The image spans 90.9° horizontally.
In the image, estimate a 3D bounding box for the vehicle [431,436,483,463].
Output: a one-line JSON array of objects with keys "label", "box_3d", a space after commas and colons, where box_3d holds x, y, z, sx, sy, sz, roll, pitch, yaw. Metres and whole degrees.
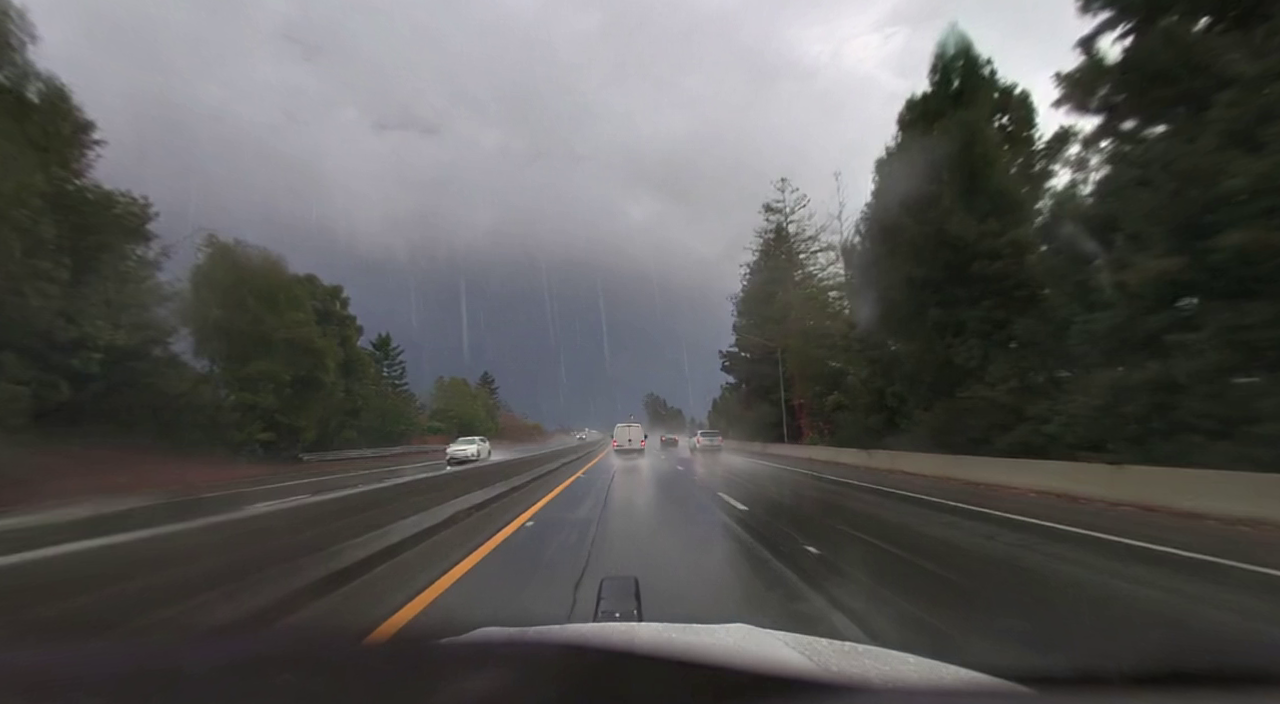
[{"label": "vehicle", "box_3d": [-10.808, 5.781, 37.503, 1.888, 1.486, 4.330, 0, -8, -2]}]

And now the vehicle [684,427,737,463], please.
[{"label": "vehicle", "box_3d": [3.349, 4.516, 30.749, 1.981, 1.606, 3.956, 0, -8, -2]}]

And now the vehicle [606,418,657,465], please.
[{"label": "vehicle", "box_3d": [-0.433, 4.277, 30.315, 2.270, 2.044, 4.633, 0, -8, -2]}]
